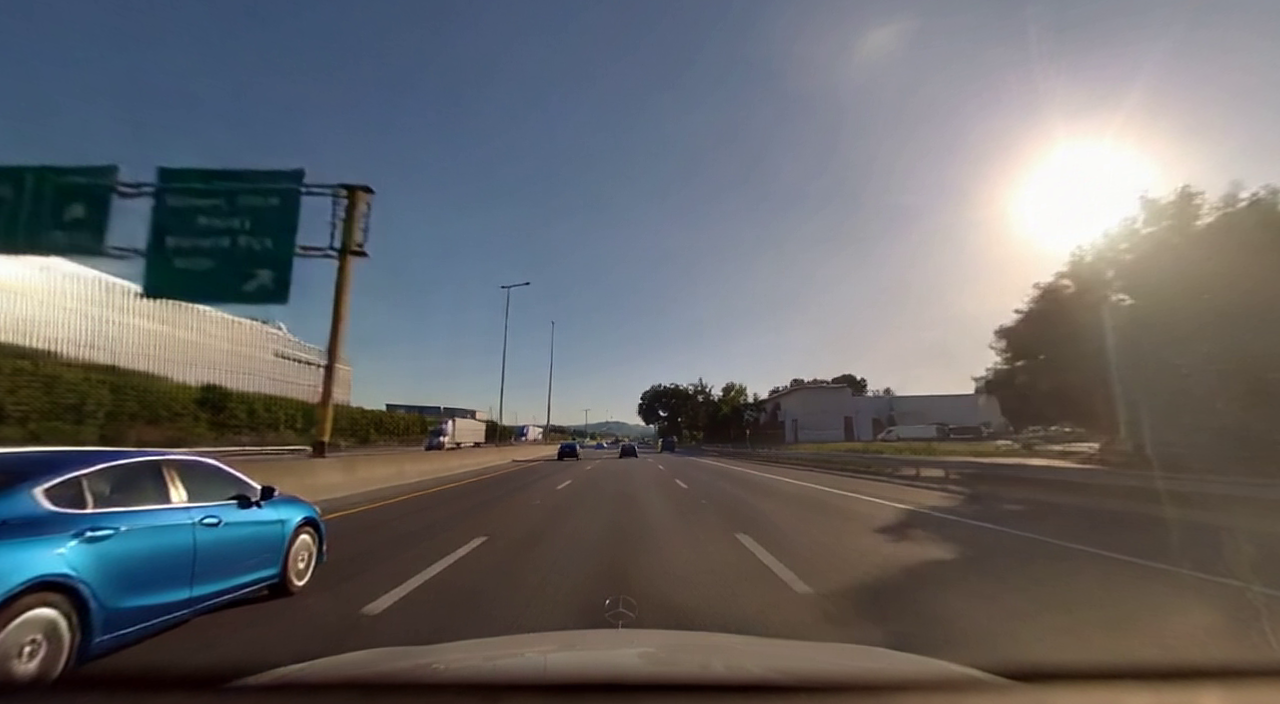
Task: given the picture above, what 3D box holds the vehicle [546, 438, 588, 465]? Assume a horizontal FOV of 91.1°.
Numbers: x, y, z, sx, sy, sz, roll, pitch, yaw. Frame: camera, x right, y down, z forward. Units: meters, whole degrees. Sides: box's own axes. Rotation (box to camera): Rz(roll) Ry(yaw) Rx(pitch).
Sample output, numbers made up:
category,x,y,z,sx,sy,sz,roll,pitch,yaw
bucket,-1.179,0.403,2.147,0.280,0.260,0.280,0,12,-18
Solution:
category,x,y,z,sx,sy,sz,roll,pitch,yaw
vehicle,-4.530,6.237,39.598,2.271,1.626,4.463,0,-8,-1
